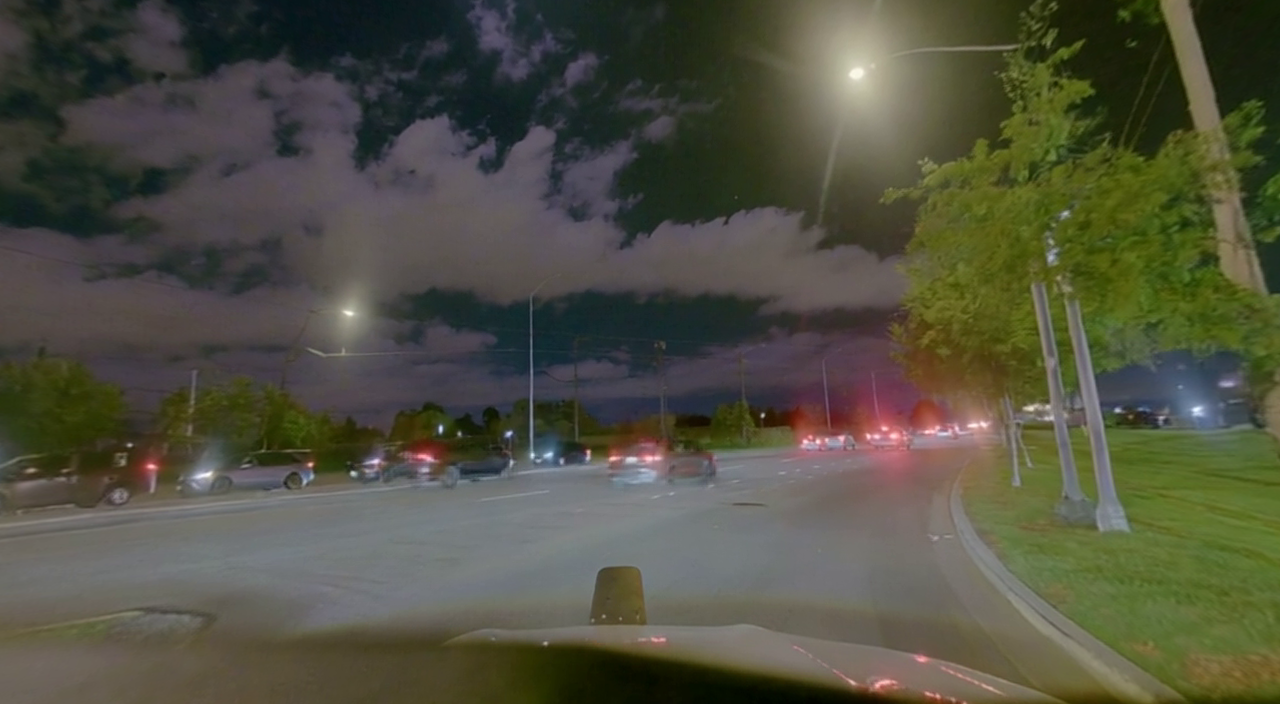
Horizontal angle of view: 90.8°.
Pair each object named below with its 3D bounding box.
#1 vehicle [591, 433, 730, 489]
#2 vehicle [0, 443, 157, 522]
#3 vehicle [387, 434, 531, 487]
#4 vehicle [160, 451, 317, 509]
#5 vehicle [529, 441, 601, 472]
[{"bbox_3d":[0.741,3.288,19.239,1.984,1.482,4.482,-7,-11,37],"label":"vehicle"},{"bbox_3d":[-17.421,3.720,18.326,2.294,2.000,4.788,-6,-9,29],"label":"vehicle"},{"bbox_3d":[-6.831,4.152,24.326,2.506,1.718,4.822,-11,-13,34],"label":"vehicle"},{"bbox_3d":[-14.493,4.568,23.065,1.904,1.719,4.326,-5,-9,33],"label":"vehicle"},{"bbox_3d":[-4.517,6.368,38.737,1.926,1.691,4.646,-4,-8,31],"label":"vehicle"}]
